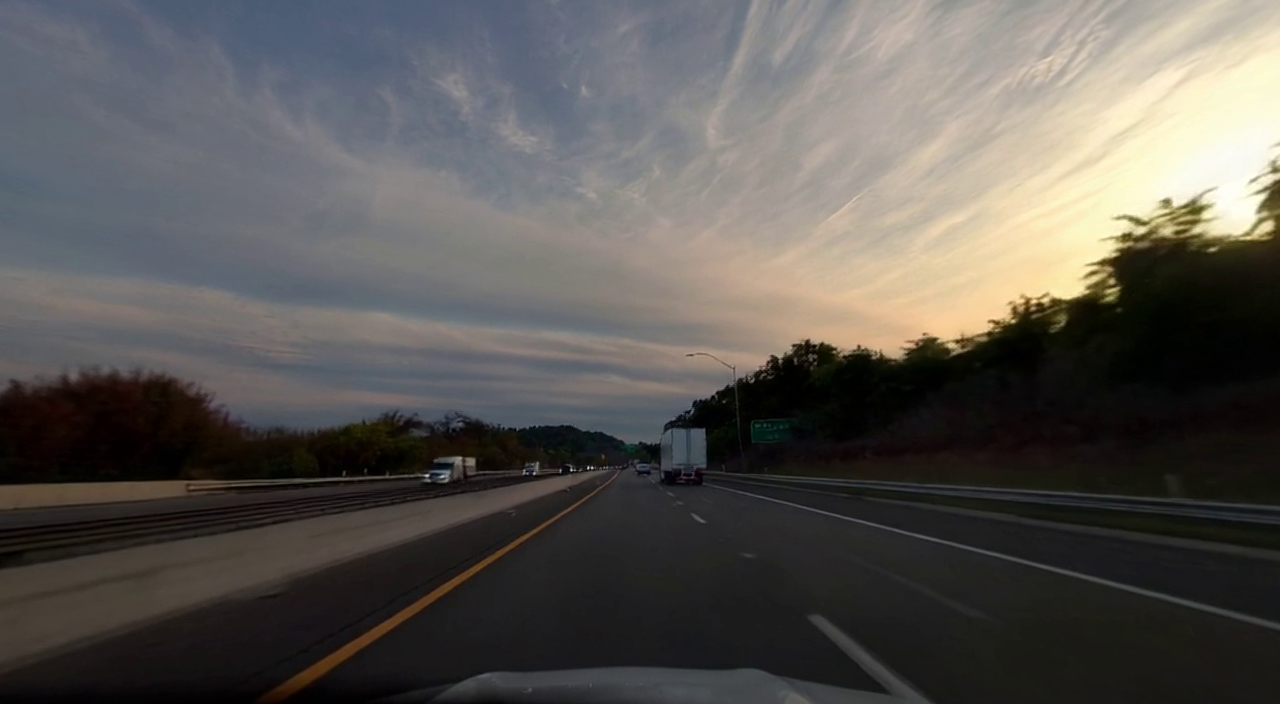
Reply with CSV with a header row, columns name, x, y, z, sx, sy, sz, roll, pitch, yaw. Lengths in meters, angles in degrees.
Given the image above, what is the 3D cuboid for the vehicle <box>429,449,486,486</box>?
name,x,y,z,sx,sy,sz,roll,pitch,yaw
vehicle,-14.019,8.949,48.894,2.593,2.612,6.200,1,-11,-1
